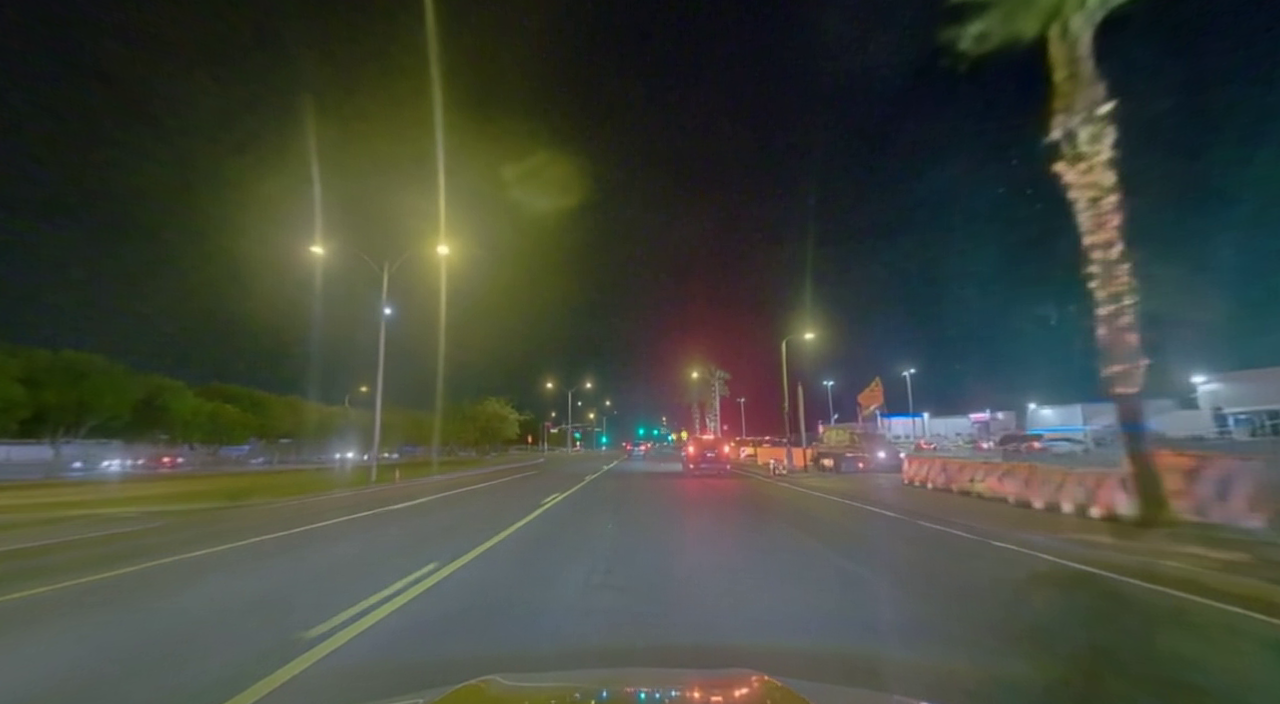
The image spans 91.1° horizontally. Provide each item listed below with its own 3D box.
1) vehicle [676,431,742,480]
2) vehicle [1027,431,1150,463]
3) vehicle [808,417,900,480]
[{"bbox_3d":[2.974,4.644,28.446,2.386,1.970,5.665,0,-8,0],"label":"vehicle"},{"bbox_3d":[30.481,6.452,42.821,6.580,2.031,2.456,1,-8,-3],"label":"vehicle"},{"bbox_3d":[11.105,4.970,32.438,2.609,2.976,4.867,-8,-11,42],"label":"vehicle"}]
